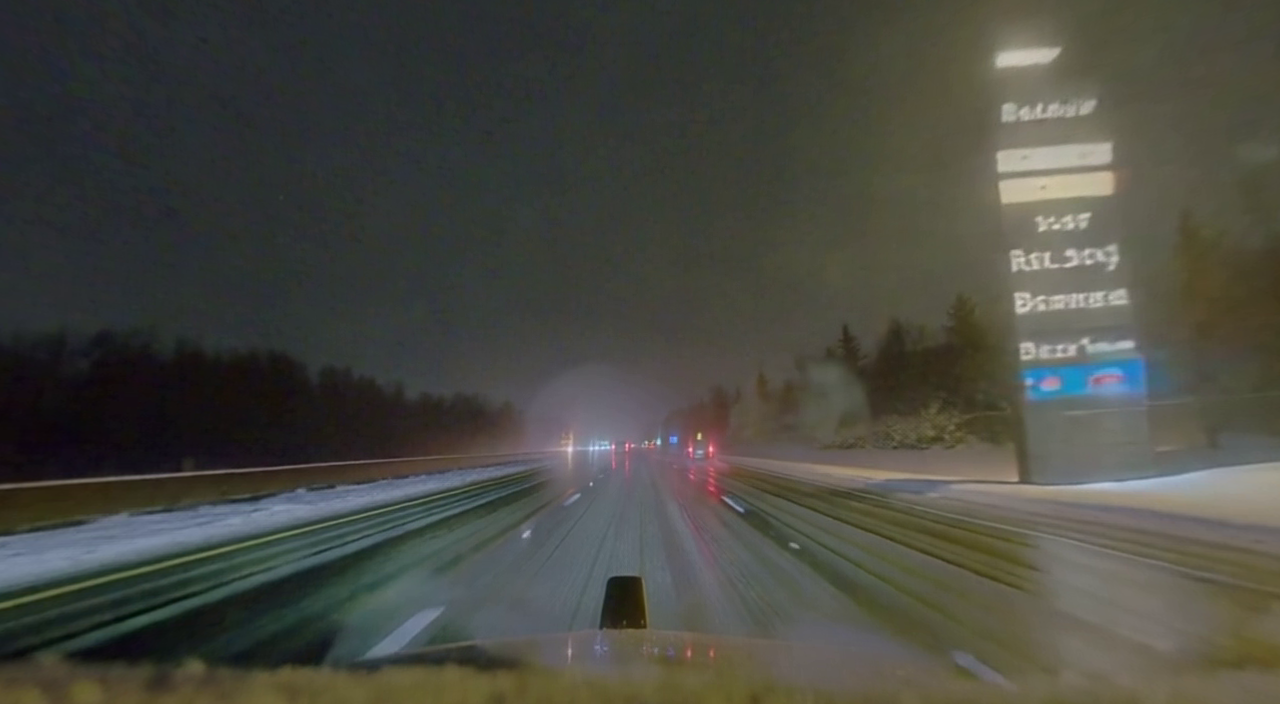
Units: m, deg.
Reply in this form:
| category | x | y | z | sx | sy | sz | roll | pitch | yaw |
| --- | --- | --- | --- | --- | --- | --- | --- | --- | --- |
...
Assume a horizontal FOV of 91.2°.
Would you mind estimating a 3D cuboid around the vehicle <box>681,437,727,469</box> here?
| category | x | y | z | sx | sy | sz | roll | pitch | yaw |
| --- | --- | --- | --- | --- | --- | --- | --- | --- | --- |
| vehicle | 3.567 | 5.756 | 35.984 | 2.202 | 1.682 | 4.188 | 0 | -8 | 0 |
